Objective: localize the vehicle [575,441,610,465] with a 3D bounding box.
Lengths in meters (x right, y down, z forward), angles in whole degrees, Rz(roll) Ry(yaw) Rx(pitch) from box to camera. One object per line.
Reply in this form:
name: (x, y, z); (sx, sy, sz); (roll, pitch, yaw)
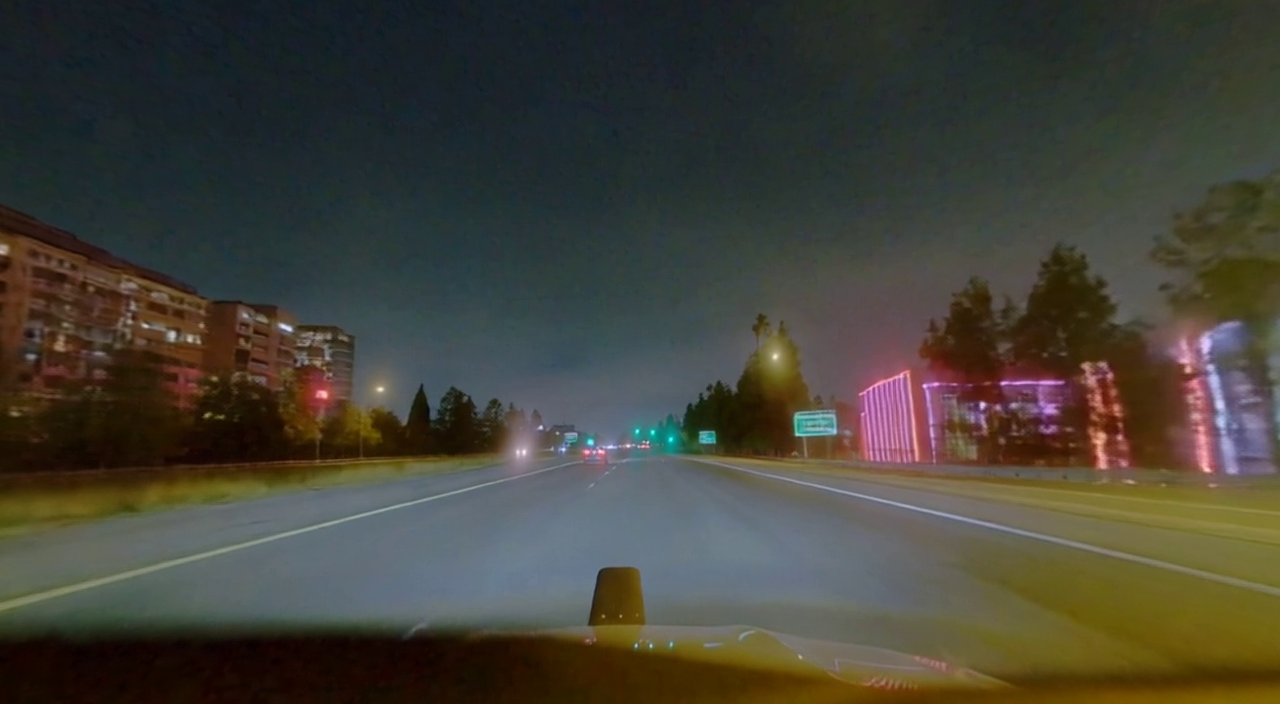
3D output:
vehicle: (-3.256, 7.050, 43.938); (2.015, 1.557, 4.229); (-1, -9, 1)
